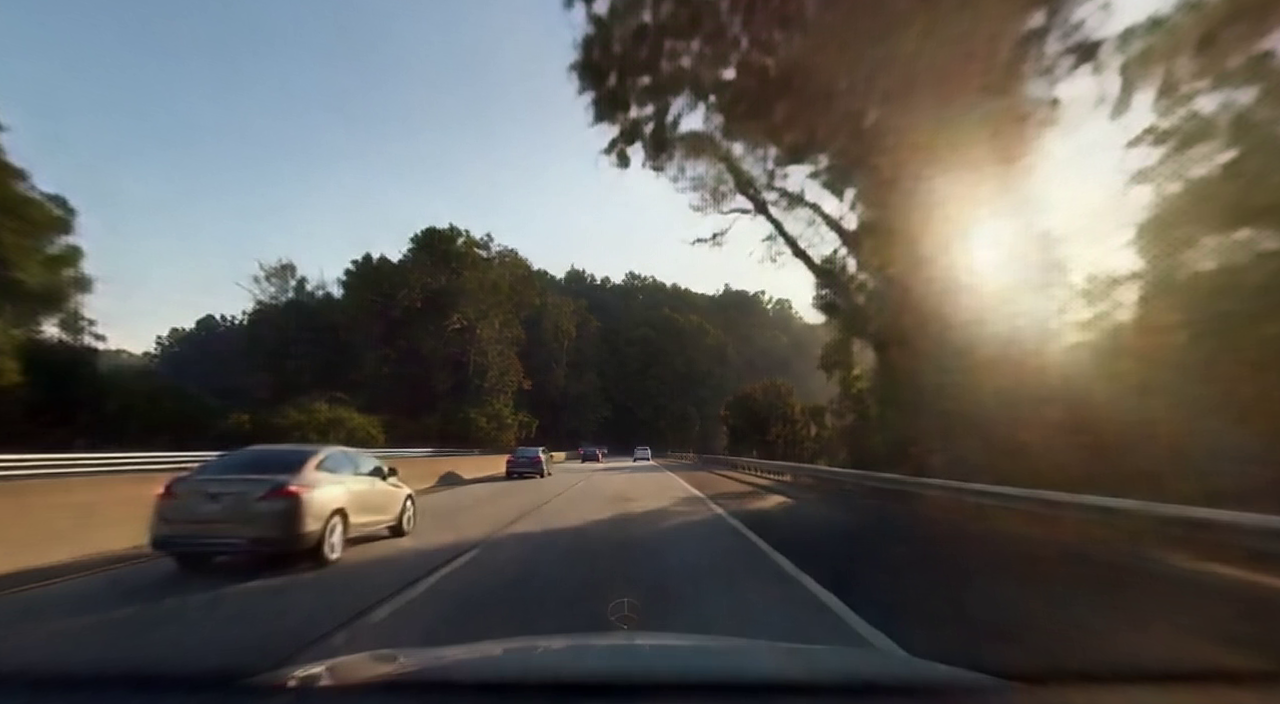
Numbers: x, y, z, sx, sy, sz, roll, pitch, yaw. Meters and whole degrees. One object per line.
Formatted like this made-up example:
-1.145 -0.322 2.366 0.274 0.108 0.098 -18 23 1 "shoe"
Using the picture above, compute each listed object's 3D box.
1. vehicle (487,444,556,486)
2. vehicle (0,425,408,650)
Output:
-4.534 4.373 24.808 1.838 1.508 4.317 0 -8 0 "vehicle"
-3.985 1.532 6.214 1.897 1.481 3.859 0 -8 0 "vehicle"
